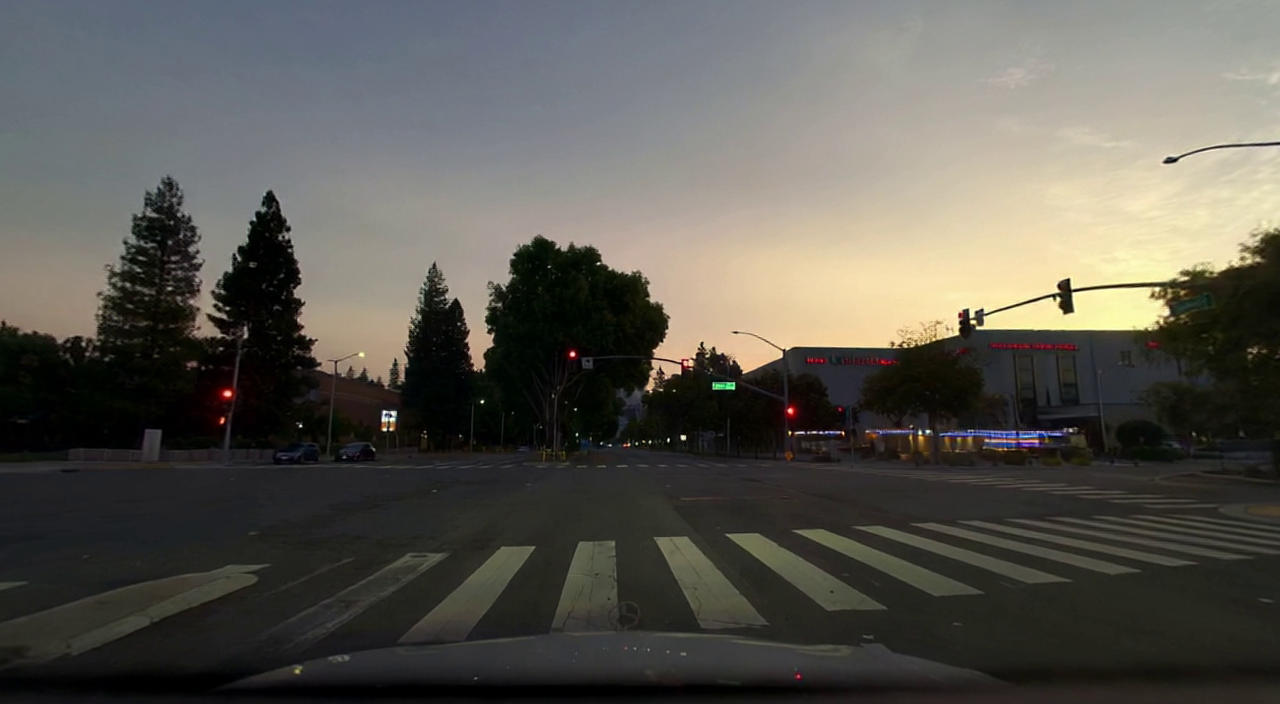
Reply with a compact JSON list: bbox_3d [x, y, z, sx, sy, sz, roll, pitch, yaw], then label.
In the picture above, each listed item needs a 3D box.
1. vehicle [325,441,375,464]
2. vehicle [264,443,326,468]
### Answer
[{"bbox_3d":[-22.472,7.792,49.121,2.023,1.706,4.756,1,-9,-6],"label":"vehicle"},{"bbox_3d":[-21.846,6.554,40.151,2.005,1.496,4.020,1,-9,-7],"label":"vehicle"}]
